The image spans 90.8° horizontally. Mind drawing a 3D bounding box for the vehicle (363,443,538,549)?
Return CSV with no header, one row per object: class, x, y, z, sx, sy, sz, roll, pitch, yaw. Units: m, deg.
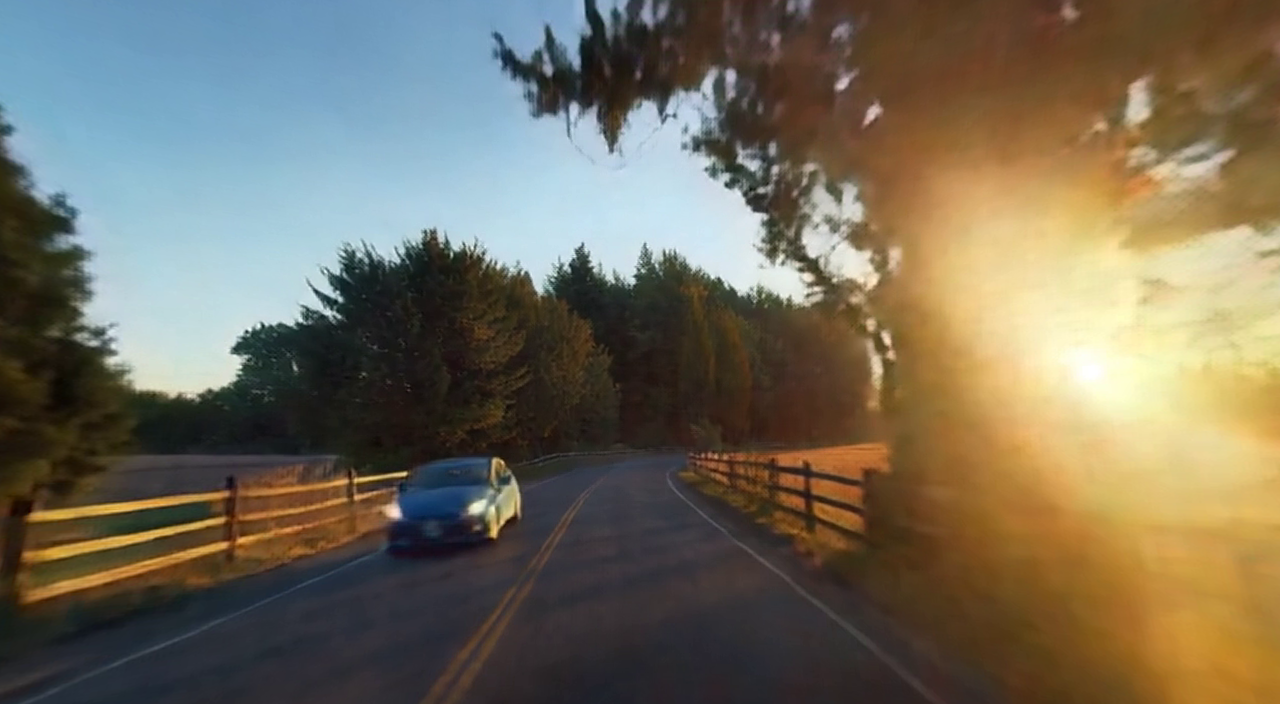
vehicle,-3.087,2.398,11.171,1.987,1.521,3.649,0,-9,-1
